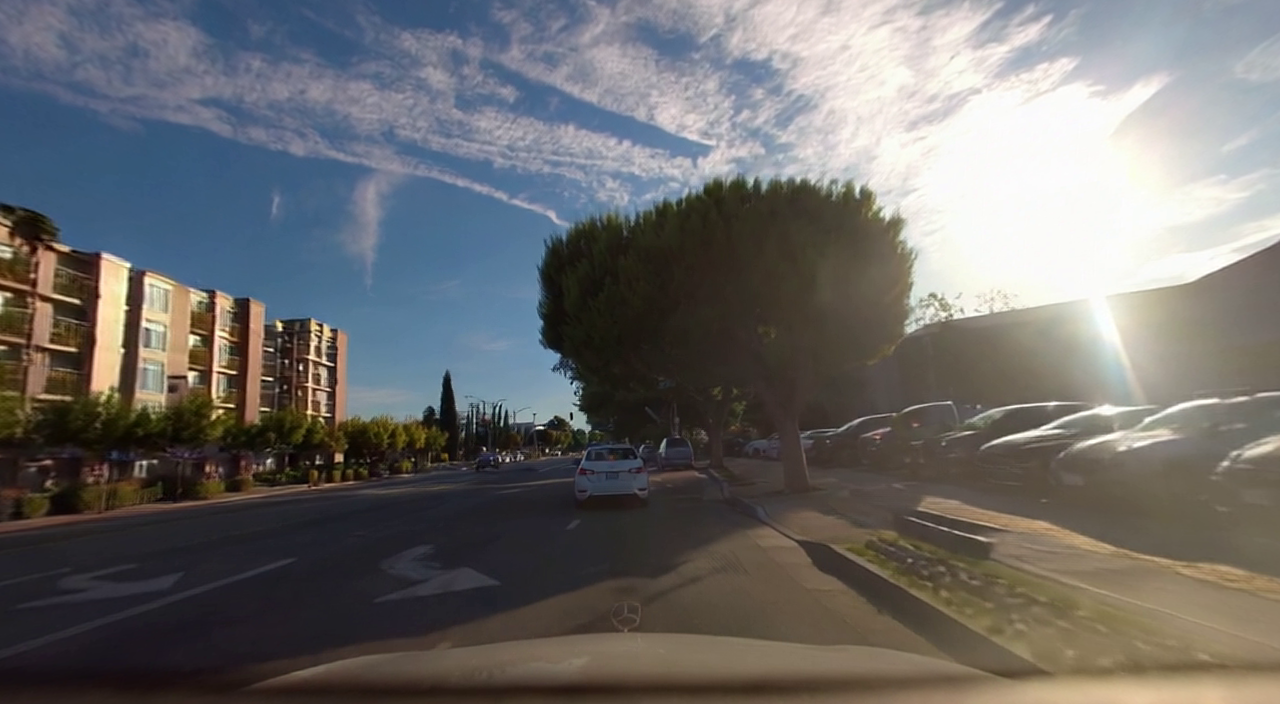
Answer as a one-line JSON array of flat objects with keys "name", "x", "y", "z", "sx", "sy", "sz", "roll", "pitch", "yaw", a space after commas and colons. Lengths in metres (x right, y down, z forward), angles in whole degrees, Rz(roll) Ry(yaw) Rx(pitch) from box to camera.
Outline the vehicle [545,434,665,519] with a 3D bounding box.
[{"name": "vehicle", "x": -0.734, "y": 2.535, "z": 13.446, "sx": 2.116, "sy": 1.479, "sz": 4.358, "roll": 0, "pitch": -8, "yaw": -3}]

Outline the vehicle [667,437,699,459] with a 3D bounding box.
[{"name": "vehicle", "x": 2.976, "y": 6.724, "z": 44.360, "sx": 1.972, "sy": 1.484, "sz": 3.974, "roll": 0, "pitch": -8, "yaw": 1}]
